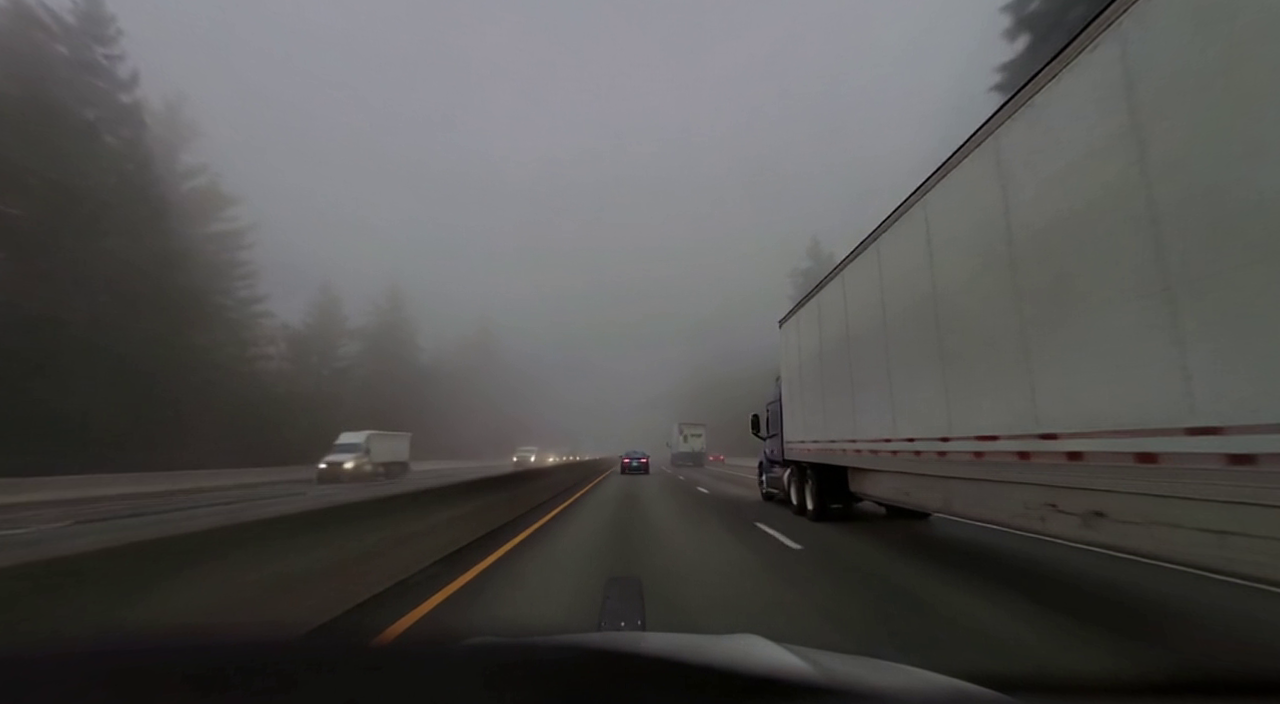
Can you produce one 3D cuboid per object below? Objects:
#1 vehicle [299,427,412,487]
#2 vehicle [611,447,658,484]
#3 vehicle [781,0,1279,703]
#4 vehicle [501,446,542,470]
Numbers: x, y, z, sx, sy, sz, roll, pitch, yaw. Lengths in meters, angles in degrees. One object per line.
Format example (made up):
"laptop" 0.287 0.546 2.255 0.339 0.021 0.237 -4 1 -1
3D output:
"vehicle" -13.239 4.966 30.012 2.255 2.511 6.577 0 -9 0
"vehicle" -0.223 4.883 27.412 1.939 1.495 3.612 0 -9 0
"vehicle" 4.619 0.313 6.647 2.842 4.060 13.939 0 -9 -1
"vehicle" -8.281 7.454 44.422 2.034 1.621 4.525 0 -9 0
